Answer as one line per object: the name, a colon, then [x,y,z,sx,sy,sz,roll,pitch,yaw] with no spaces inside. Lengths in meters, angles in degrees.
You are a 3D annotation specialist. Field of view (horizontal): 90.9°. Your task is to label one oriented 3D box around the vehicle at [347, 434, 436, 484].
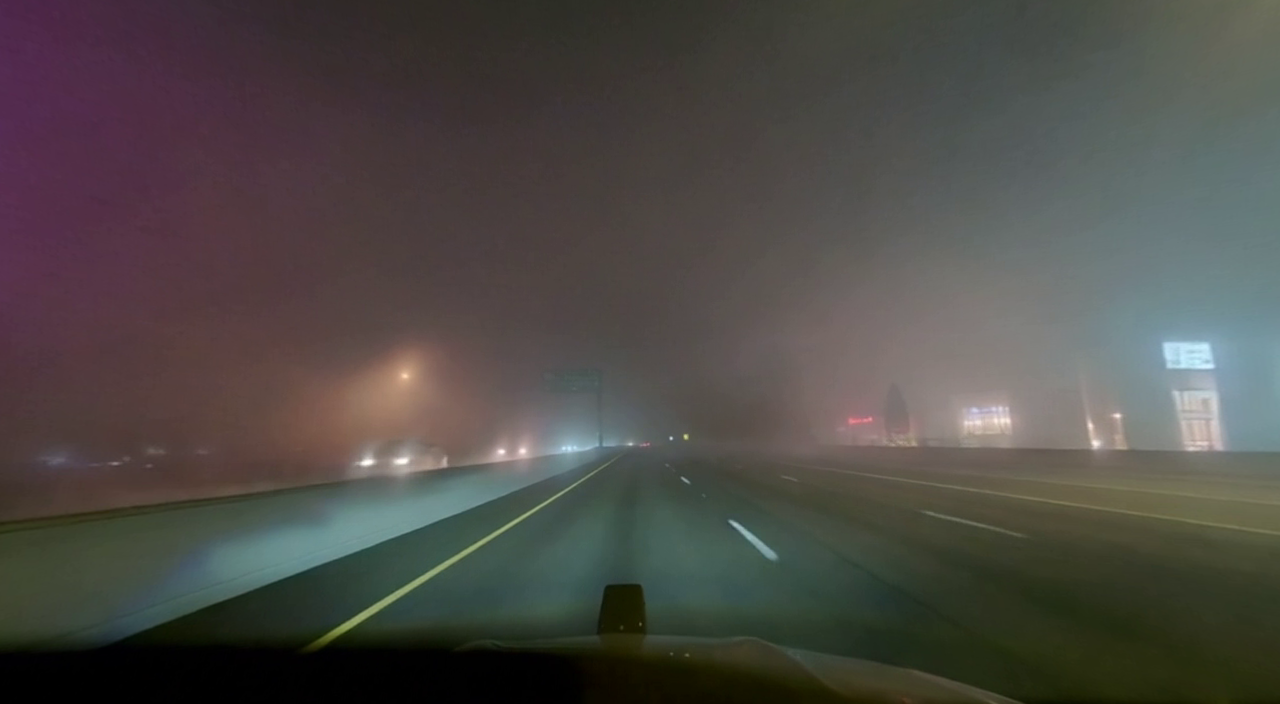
vehicle: [-11.141,4.819,28.727,2.112,2.072,4.744,0,-8,0]
